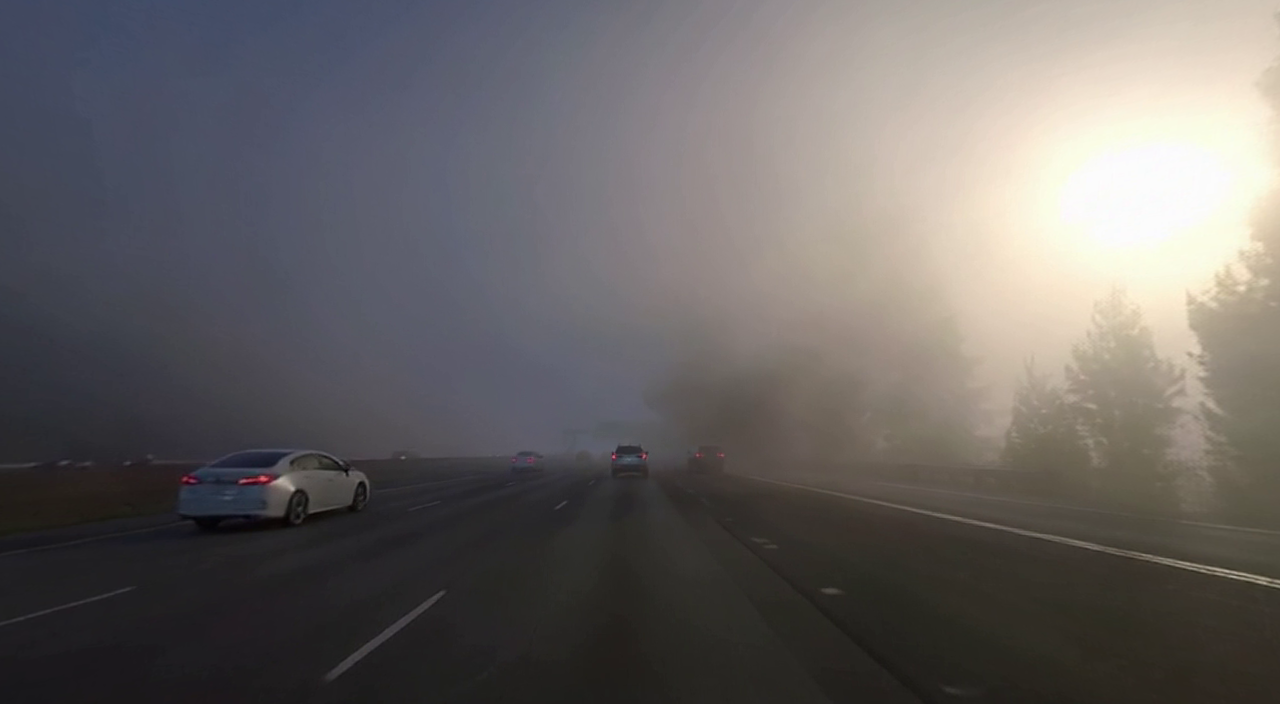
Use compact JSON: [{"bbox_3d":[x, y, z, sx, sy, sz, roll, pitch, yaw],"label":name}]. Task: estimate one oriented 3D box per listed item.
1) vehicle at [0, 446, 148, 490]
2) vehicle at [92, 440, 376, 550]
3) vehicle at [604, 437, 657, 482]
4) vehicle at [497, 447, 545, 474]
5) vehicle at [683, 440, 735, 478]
[{"bbox_3d":[-22.467,4.580,25.233,1.872,1.576,4.421,0,-8,0],"label":"vehicle"},{"bbox_3d":[-6.668,2.352,11.198,1.918,1.509,4.736,0,-8,0],"label":"vehicle"},{"bbox_3d":[-0.408,4.684,27.762,2.127,1.749,4.776,0,-8,0],"label":"vehicle"},{"bbox_3d":[-6.997,6.379,37.388,1.892,1.468,4.792,0,-8,0],"label":"vehicle"},{"bbox_3d":[3.304,5.217,30.987,1.925,1.716,4.378,0,-8,-2],"label":"vehicle"}]
